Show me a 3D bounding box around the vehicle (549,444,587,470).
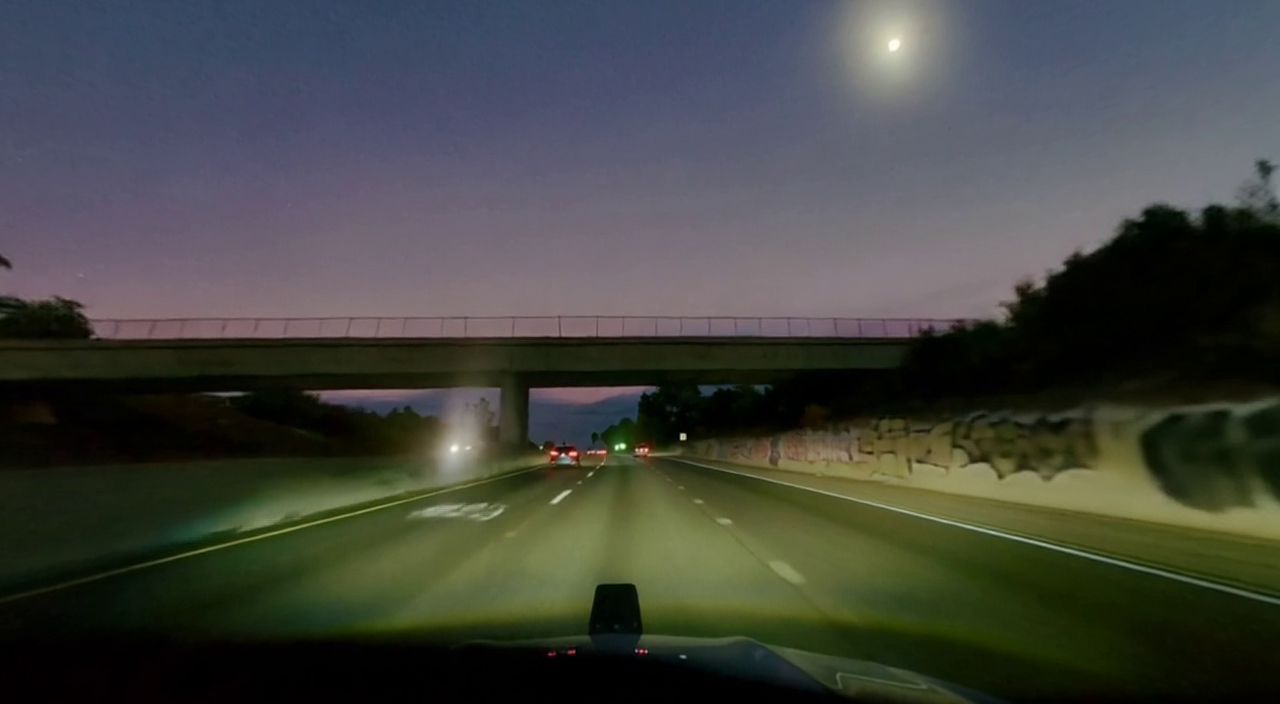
[{"bbox_3d":[-4.253,6.253,37.576,1.871,1.459,3.771,0,-9,-1],"label":"vehicle"}]
